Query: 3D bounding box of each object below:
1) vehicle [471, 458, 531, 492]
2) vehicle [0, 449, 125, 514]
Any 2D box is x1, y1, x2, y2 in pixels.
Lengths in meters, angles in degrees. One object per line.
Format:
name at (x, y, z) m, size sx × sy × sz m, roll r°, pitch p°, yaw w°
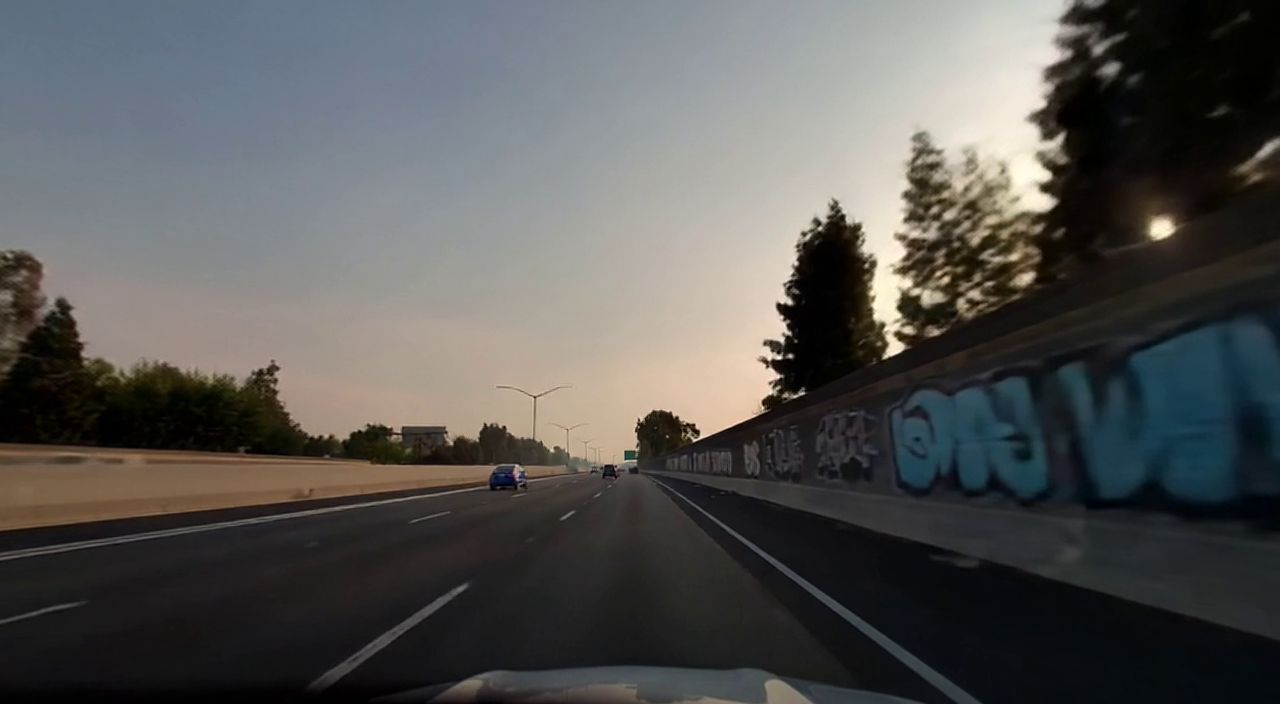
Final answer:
vehicle at (-7.208, 6.462, 33.144) m, size 2.124 × 1.630 × 4.416 m, roll 1°, pitch -10°, yaw 0°
vehicle at (-18.979, 3.899, 19.195) m, size 2.278 × 1.773 × 4.993 m, roll 1°, pitch -10°, yaw 0°
